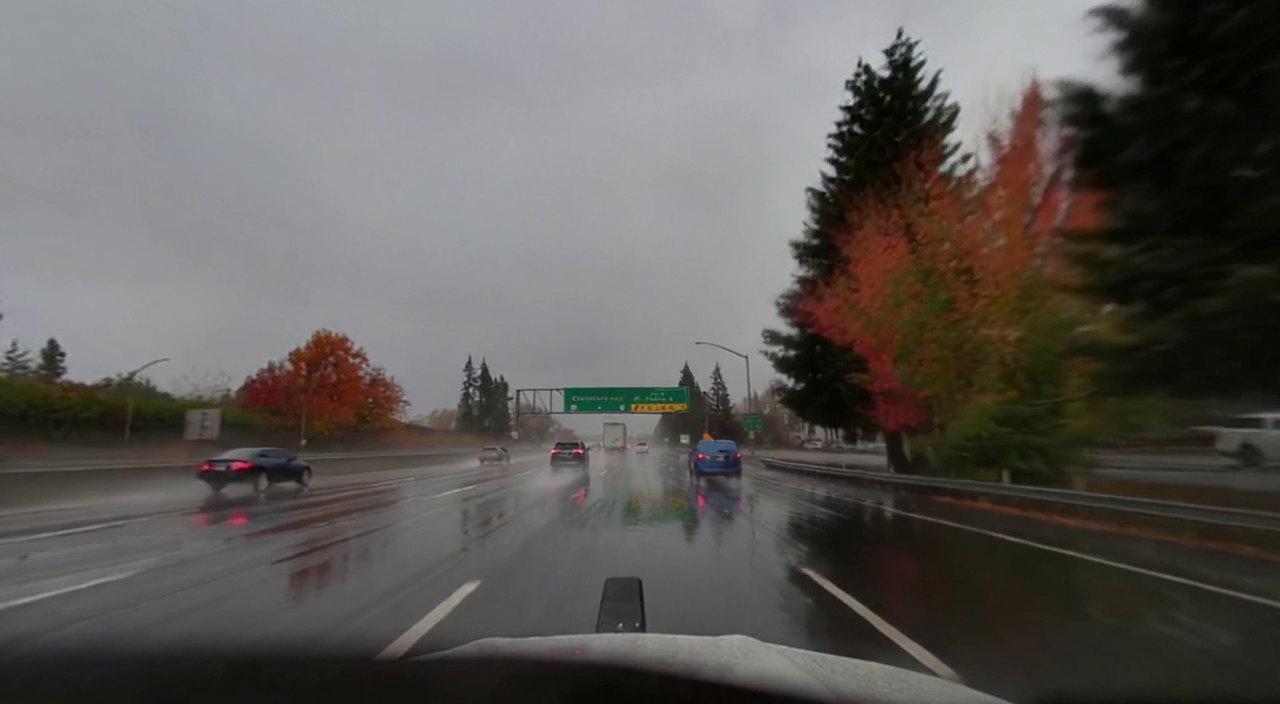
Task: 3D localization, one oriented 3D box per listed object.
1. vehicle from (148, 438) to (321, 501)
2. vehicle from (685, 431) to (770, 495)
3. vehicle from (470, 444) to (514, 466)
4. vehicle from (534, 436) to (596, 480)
[{"bbox_3d":[-11.010,3.195,17.548,1.919,1.509,4.265,1,-9,1],"label":"vehicle"},{"bbox_3d":[2.621,3.468,19.942,2.101,1.742,4.495,1,-9,1],"label":"vehicle"},{"bbox_3d":[-10.717,7.516,45.988,2.006,1.509,4.634,0,-9,1],"label":"vehicle"},{"bbox_3d":[-3.176,4.599,27.600,2.111,1.742,4.315,0,-9,1],"label":"vehicle"}]
